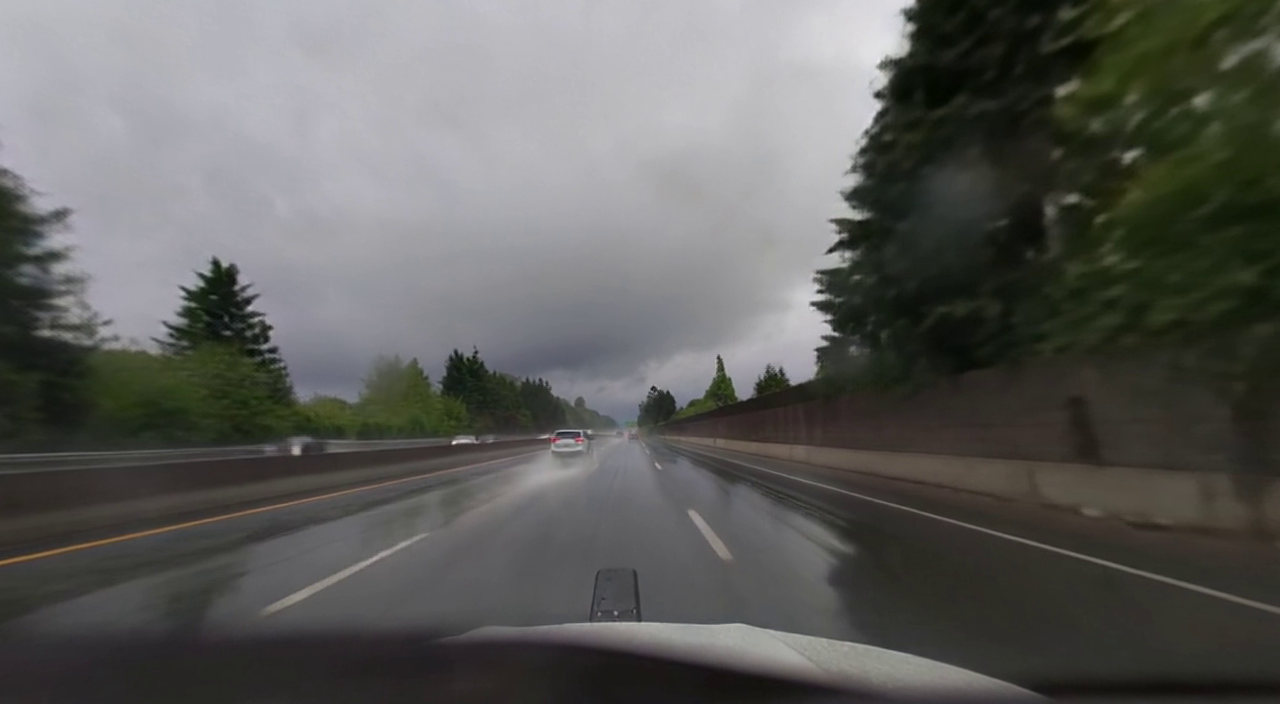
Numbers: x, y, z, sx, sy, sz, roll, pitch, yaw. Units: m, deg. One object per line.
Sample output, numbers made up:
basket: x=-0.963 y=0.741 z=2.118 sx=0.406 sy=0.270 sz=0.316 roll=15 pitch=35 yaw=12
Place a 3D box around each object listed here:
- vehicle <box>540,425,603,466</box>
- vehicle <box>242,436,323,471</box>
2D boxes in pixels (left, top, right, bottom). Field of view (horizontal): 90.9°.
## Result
vehicle: x=-3.043 y=4.268 z=28.972 sx=2.306 sy=1.730 sz=4.606 roll=0 pitch=-8 yaw=1
vehicle: x=-18.065 y=5.124 z=32.045 sx=1.780 sy=1.624 sz=3.976 roll=0 pitch=-8 yaw=0
